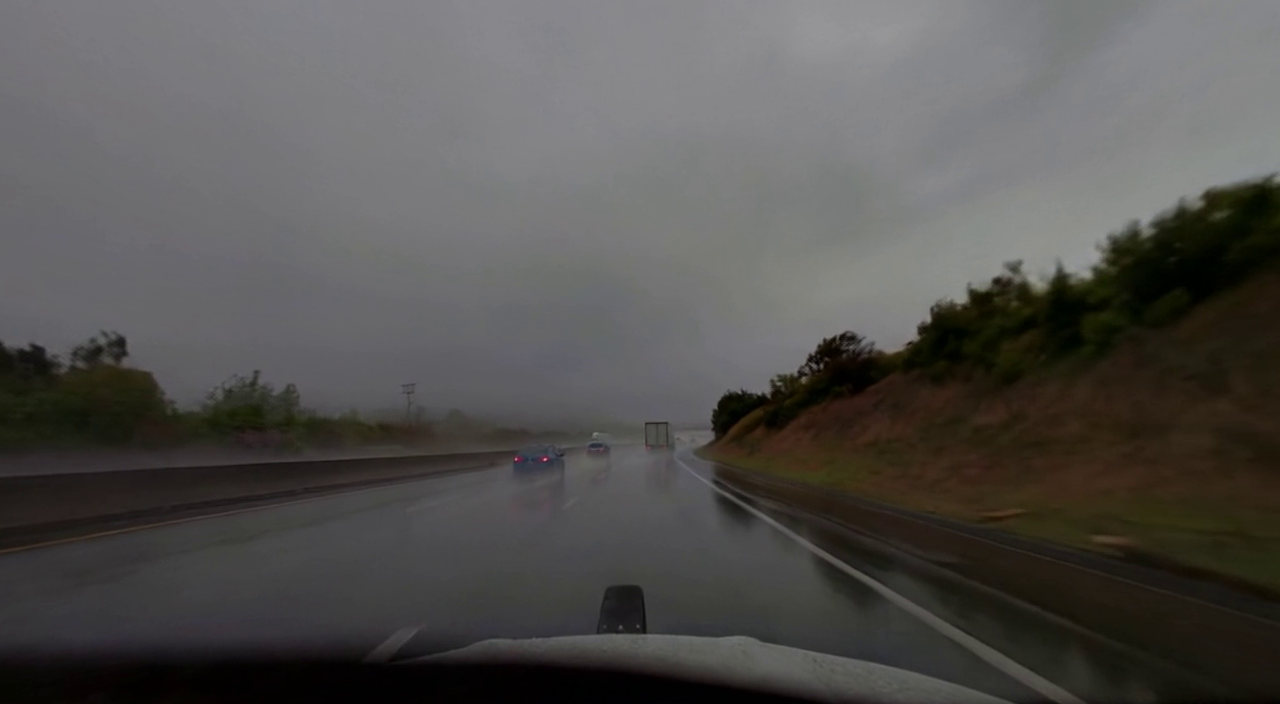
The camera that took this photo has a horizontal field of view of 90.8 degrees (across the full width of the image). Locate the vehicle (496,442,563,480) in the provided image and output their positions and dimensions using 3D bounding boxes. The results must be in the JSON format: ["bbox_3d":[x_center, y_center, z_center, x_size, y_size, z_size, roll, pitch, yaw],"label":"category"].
[{"bbox_3d":[-4.571,4.605,26.850,2.078,1.469,4.371,0,-9,0],"label":"vehicle"}]

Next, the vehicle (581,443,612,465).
[{"bbox_3d":[-3.114,7.399,45.865,1.943,1.460,3.961,0,-9,1],"label":"vehicle"}]
